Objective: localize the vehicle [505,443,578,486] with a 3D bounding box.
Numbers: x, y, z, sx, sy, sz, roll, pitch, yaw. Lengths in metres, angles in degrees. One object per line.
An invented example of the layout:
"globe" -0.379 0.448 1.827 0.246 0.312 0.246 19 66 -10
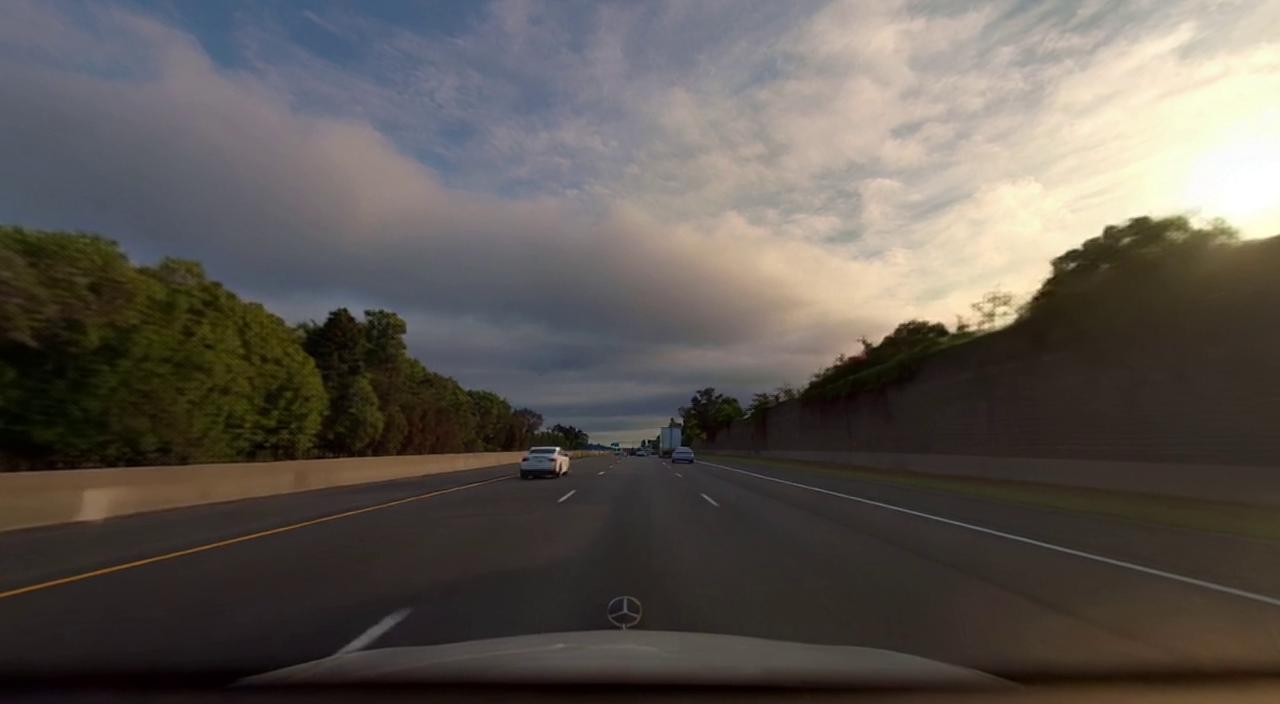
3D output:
"vehicle" -3.943 4.625 26.247 2.129 1.559 5.272 0 -9 1
